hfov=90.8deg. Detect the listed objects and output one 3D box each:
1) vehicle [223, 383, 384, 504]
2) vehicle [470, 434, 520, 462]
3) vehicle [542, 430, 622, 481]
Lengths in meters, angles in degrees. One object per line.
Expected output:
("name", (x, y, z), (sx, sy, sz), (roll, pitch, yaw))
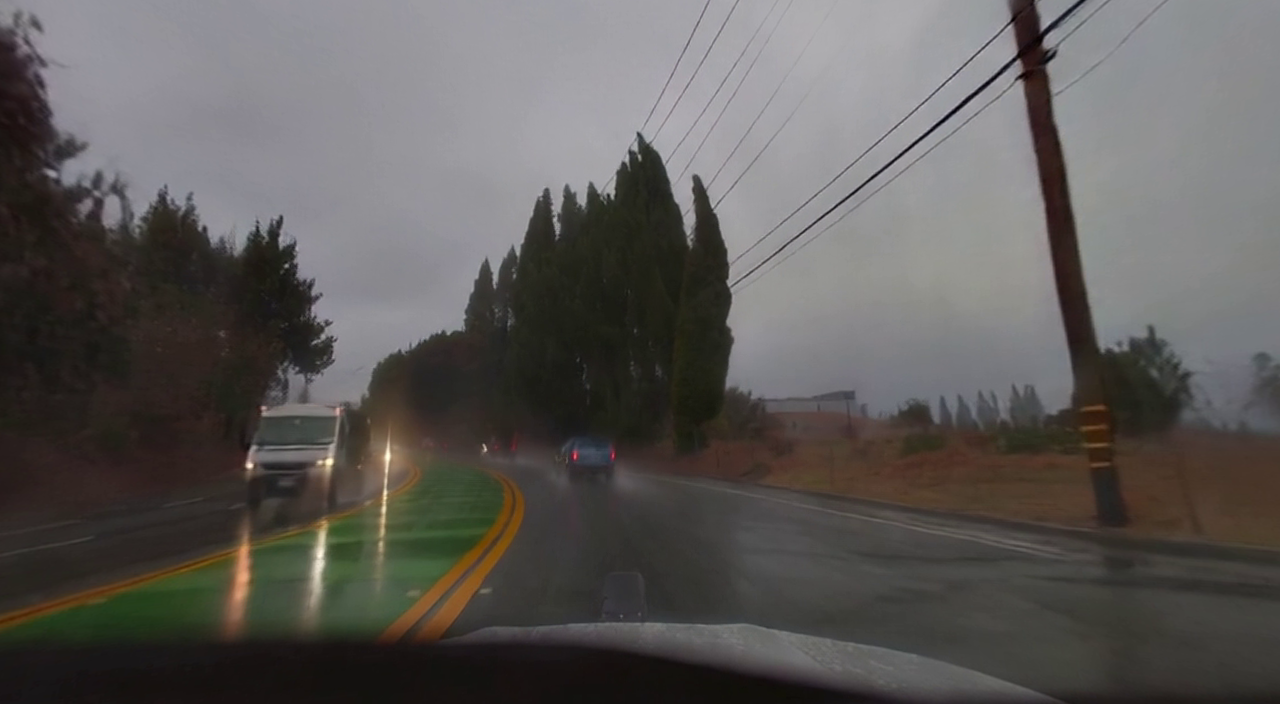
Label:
("vehicle", (-9.456, 2.705, 18.662), (2.413, 2.872, 6.823), (2, -9, -13))
("vehicle", (-9.714, 6.384, 42.011), (2.075, 1.699, 4.520), (5, -10, -28))
("vehicle", (-2.403, 4.054, 24.918), (2.140, 1.767, 4.720), (3, -9, -18))
